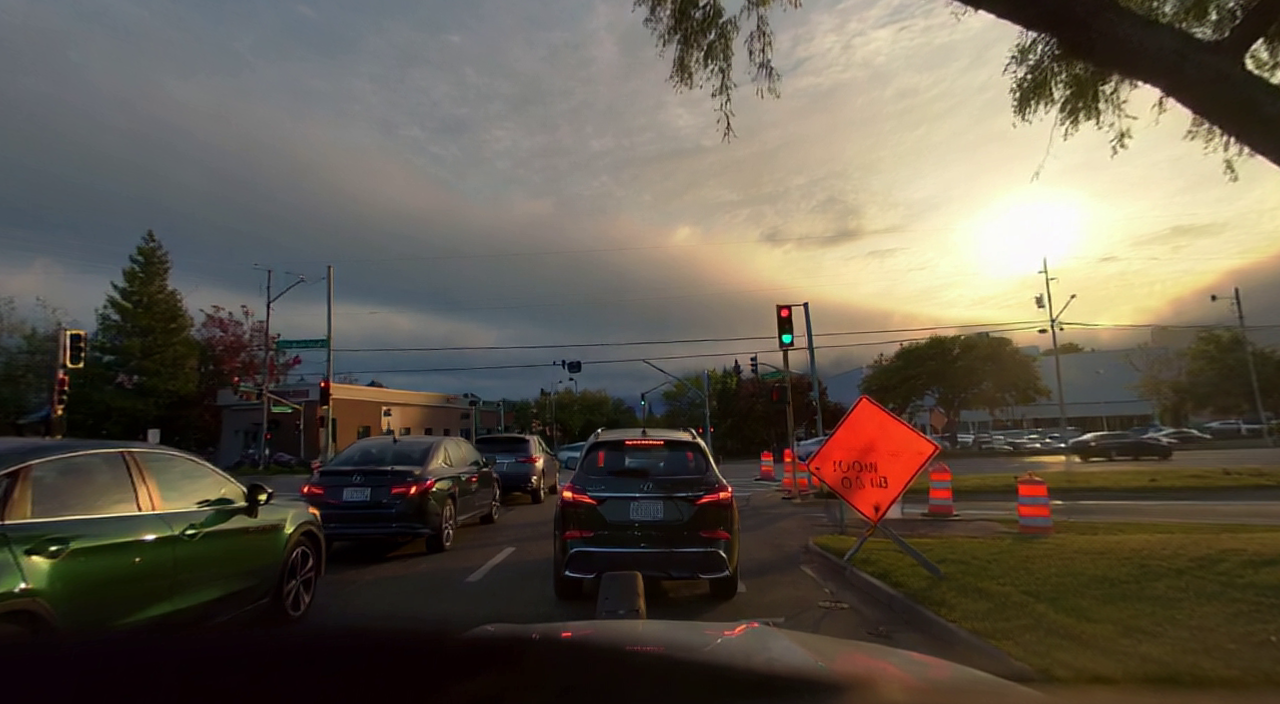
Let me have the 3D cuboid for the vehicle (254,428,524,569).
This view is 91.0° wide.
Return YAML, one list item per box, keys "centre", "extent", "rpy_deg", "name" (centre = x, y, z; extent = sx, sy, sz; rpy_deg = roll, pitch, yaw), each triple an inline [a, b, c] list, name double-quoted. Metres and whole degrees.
- centre: [-3.263, 1.997, 9.456]
  extent: [1.989, 1.541, 4.626]
  rpy_deg: [0, -9, 2]
  name: "vehicle"

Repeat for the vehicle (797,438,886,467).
- centre: [12.872, 6.444, 40.462]
  extent: [5.002, 1.768, 2.065]
  rpy_deg: [0, -9, 2]
  name: "vehicle"

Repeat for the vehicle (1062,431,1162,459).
- centre: [30.433, 6.023, 40.708]
  extent: [4.827, 1.729, 1.986]
  rpy_deg: [0, -9, 1]
  name: "vehicle"

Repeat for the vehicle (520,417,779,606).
- centre: [0.120, 1.622, 7.214]
  extent: [2.167, 1.560, 3.676]
  rpy_deg: [0, -9, 1]
  name: "vehicle"

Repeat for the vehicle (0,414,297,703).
- centre: [-3.578, 0.944, 2.154]
  extent: [2.064, 1.497, 4.722]
  rpy_deg: [0, -9, 1]
  name: "vehicle"
